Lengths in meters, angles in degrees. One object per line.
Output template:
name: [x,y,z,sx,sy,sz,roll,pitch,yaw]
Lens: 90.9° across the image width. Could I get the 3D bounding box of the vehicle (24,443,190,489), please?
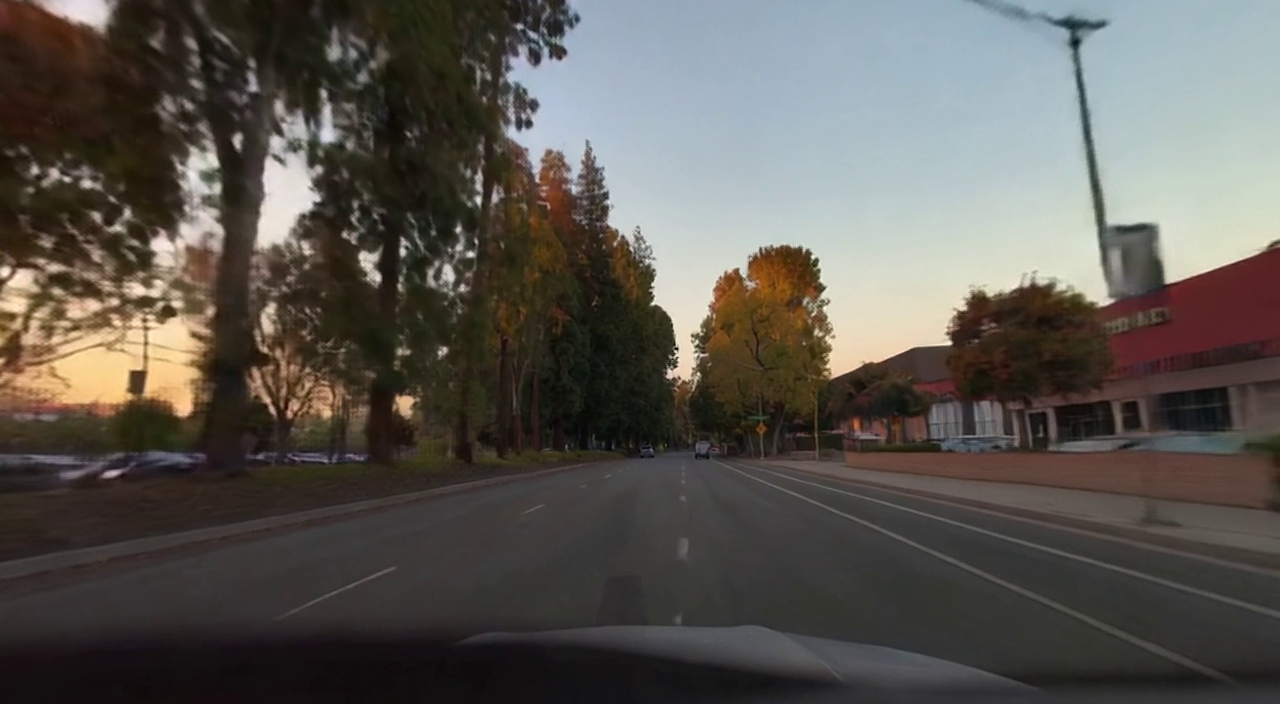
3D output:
vehicle: [-23.569,5.059,28.315,2.162,1.818,5.758,-1,-9,4]
